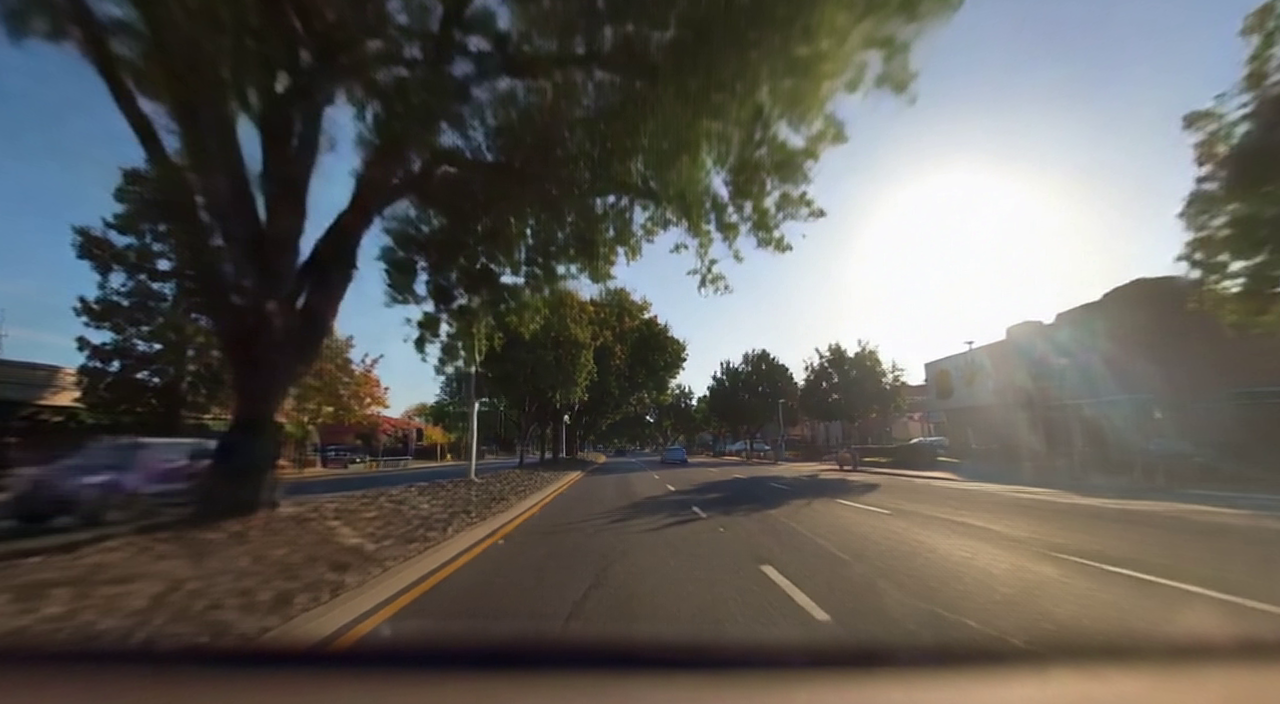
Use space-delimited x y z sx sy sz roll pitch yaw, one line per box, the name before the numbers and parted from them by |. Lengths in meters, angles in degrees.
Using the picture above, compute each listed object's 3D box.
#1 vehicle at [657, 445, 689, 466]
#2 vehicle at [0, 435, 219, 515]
vehicle | 2.504 7.979 48.818 1.913 1.473 4.360 0 -9 -4
vehicle | -13.157 3.003 15.895 2.123 1.692 4.419 0 -9 -1
